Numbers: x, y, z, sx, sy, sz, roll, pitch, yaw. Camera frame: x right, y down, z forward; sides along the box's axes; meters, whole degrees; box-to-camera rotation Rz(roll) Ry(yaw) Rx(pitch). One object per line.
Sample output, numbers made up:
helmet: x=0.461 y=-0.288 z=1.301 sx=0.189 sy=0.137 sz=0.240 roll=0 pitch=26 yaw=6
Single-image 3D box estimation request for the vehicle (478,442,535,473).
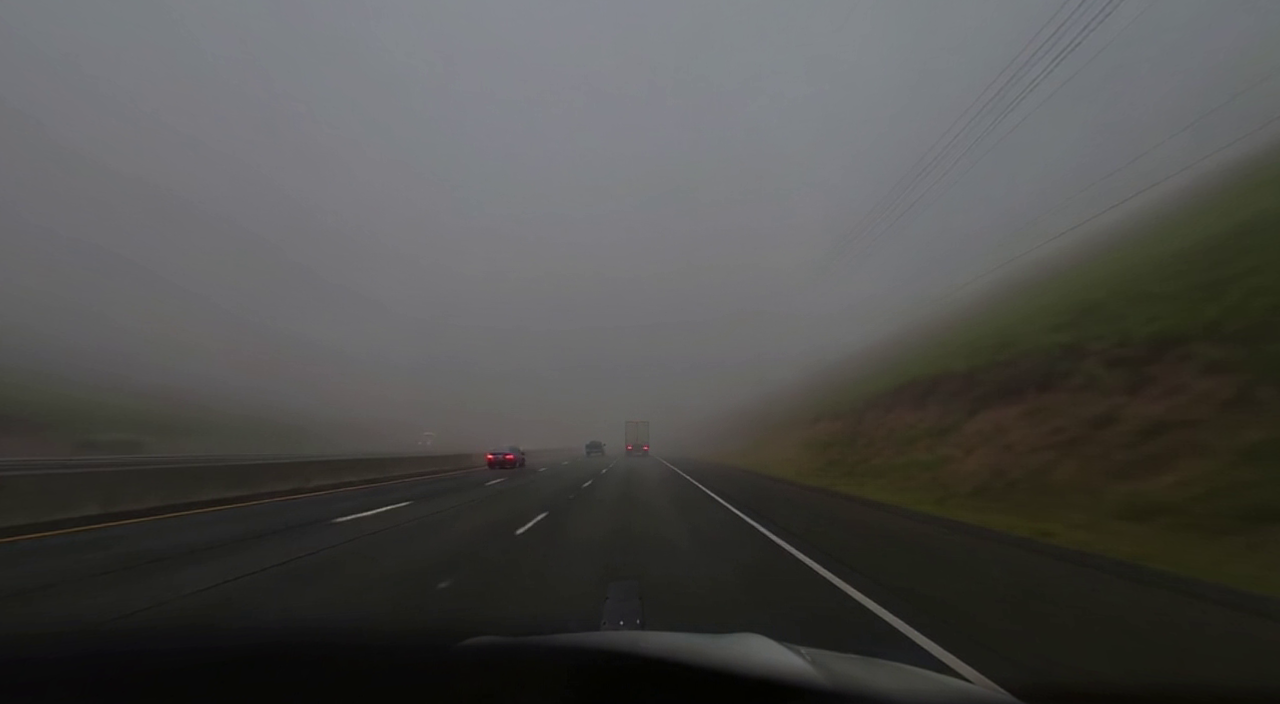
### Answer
vehicle: x=-7.176 y=5.727 z=34.331 sx=2.066 sy=1.558 sz=4.607 roll=0 pitch=-9 yaw=0
